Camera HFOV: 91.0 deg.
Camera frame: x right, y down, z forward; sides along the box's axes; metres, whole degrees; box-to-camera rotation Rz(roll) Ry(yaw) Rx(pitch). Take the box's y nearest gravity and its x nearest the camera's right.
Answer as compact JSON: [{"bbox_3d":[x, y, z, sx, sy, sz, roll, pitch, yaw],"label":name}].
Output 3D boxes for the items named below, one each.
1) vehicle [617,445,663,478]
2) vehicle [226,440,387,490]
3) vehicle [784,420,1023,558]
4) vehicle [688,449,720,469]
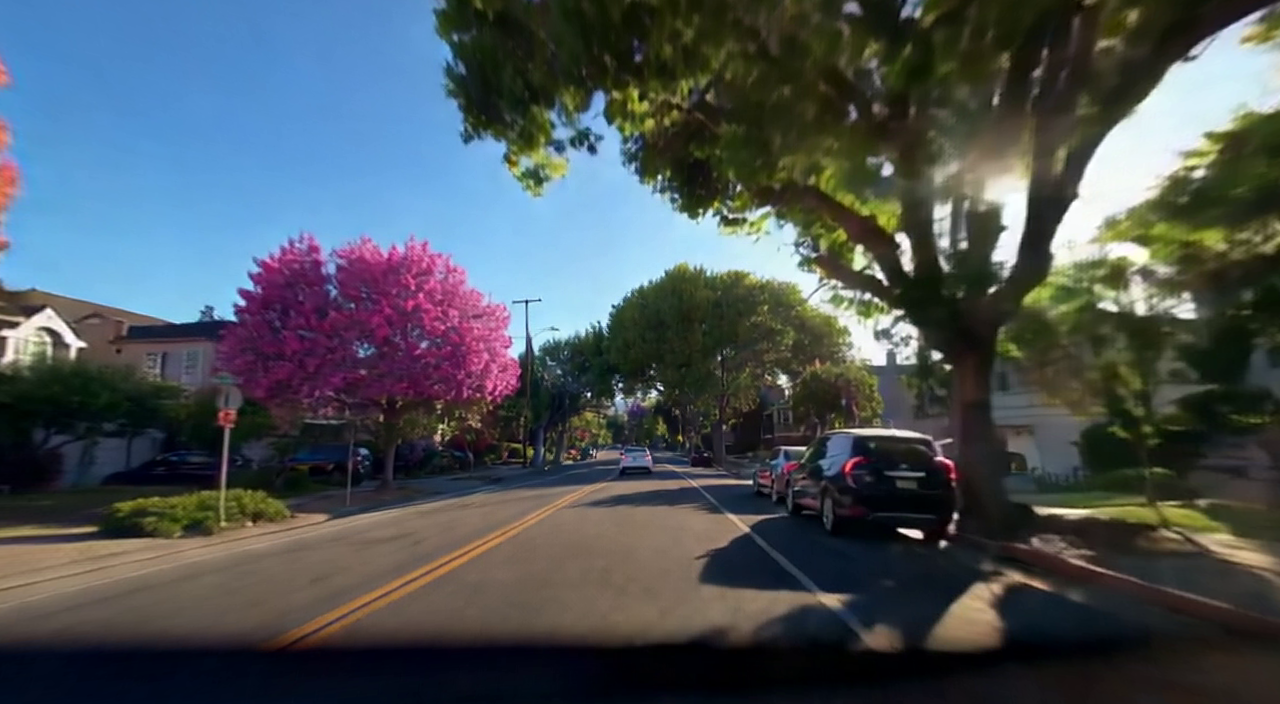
[{"bbox_3d":[0.031,5.315,30.929,2.104,1.500,3.815,0,-9,1],"label":"vehicle"},{"bbox_3d":[-15.422,5.301,29.414,6.278,1.911,2.173,-3,-10,-1],"label":"vehicle"},{"bbox_3d":[4.139,2.231,11.079,2.100,1.830,5.040,0,-9,1],"label":"vehicle"},{"bbox_3d":[4.971,8.411,49.637,1.977,1.481,5.155,0,-9,0],"label":"vehicle"}]
